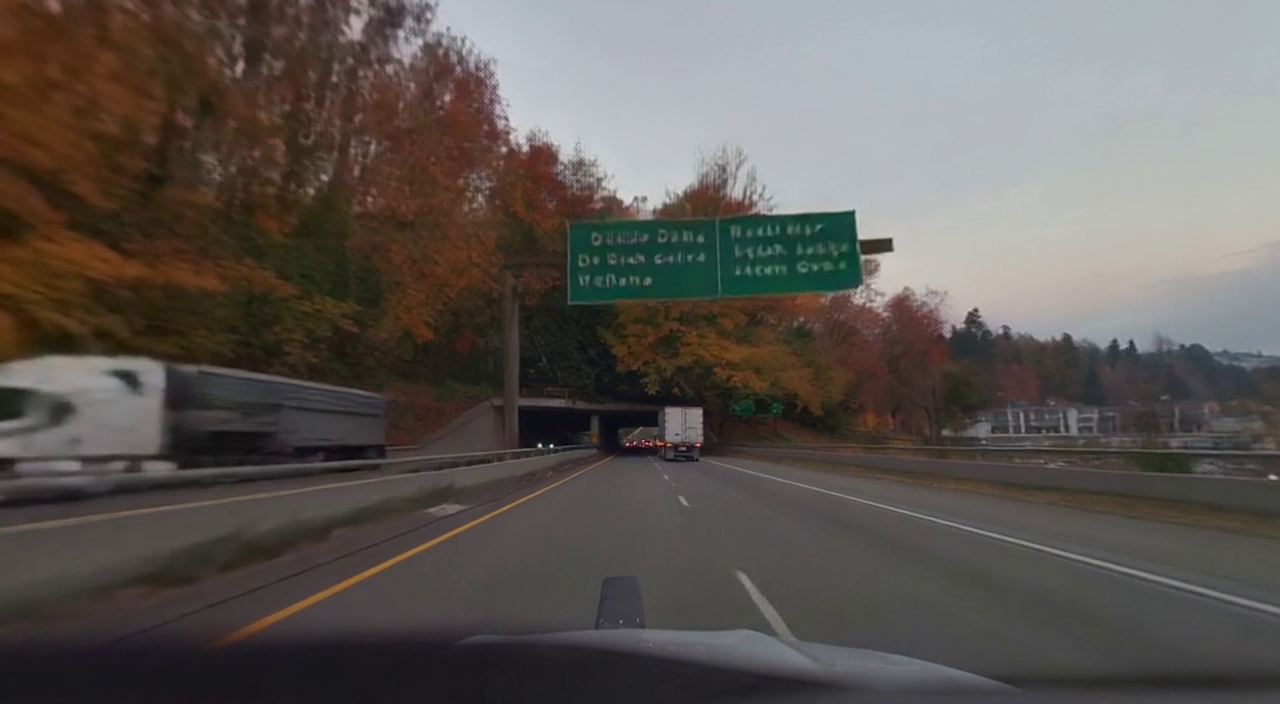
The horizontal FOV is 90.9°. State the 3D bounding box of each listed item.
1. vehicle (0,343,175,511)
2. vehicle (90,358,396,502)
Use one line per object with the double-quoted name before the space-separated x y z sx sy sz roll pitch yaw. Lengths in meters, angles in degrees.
"vehicle" -13.909 1.742 14.697 3.618 3.504 2.875 0 -8 1
"vehicle" -13.857 3.193 24.783 2.963 4.037 14.038 0 -8 0
